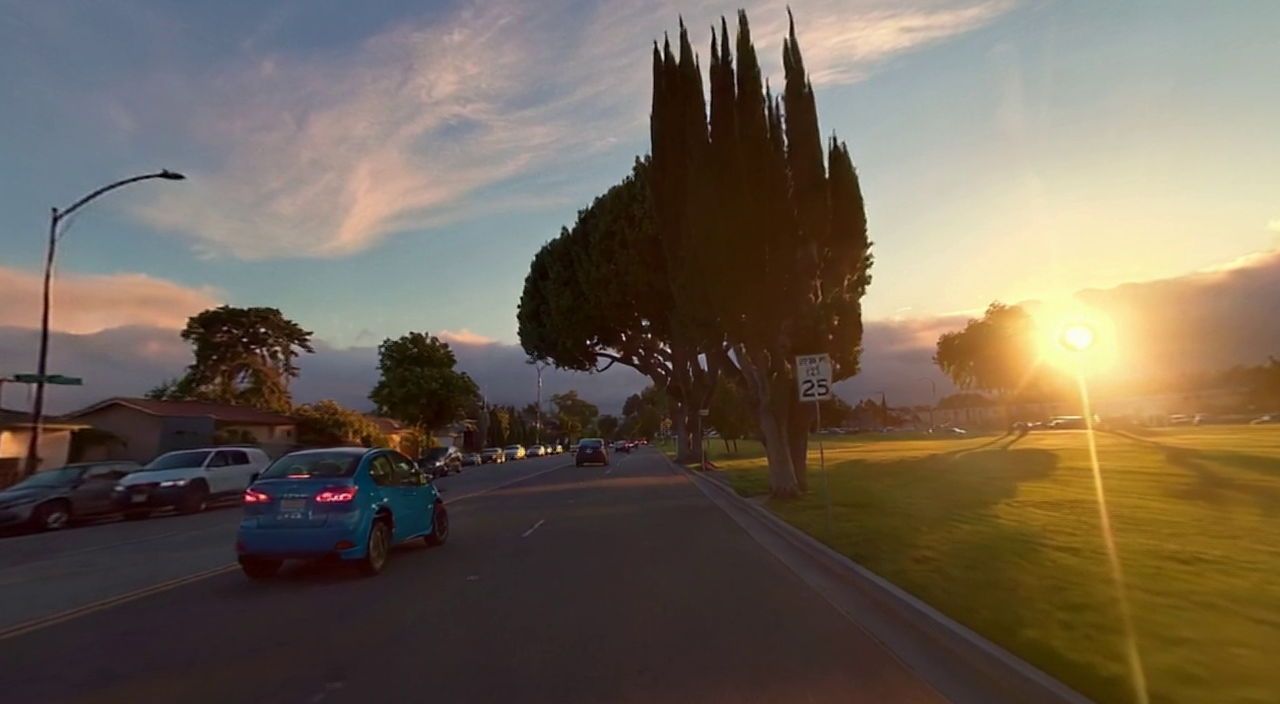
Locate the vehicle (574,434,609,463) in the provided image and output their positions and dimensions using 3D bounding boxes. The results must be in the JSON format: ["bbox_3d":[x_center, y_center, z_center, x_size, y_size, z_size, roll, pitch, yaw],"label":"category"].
[{"bbox_3d":[-3.112,6.313,41.168,1.908,1.809,4.230,0,-8,1],"label":"vehicle"}]

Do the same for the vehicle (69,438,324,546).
[{"bbox_3d":[-9.174,2.868,13.687,2.019,1.907,4.697,0,-9,1],"label":"vehicle"}]

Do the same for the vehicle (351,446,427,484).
[{"bbox_3d":[-12.441,5.593,31.481,2.106,1.701,4.629,0,-8,-4],"label":"vehicle"}]

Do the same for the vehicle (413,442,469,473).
[{"bbox_3d":[-12.390,6.594,39.431,2.066,1.785,4.608,0,-9,0],"label":"vehicle"}]
